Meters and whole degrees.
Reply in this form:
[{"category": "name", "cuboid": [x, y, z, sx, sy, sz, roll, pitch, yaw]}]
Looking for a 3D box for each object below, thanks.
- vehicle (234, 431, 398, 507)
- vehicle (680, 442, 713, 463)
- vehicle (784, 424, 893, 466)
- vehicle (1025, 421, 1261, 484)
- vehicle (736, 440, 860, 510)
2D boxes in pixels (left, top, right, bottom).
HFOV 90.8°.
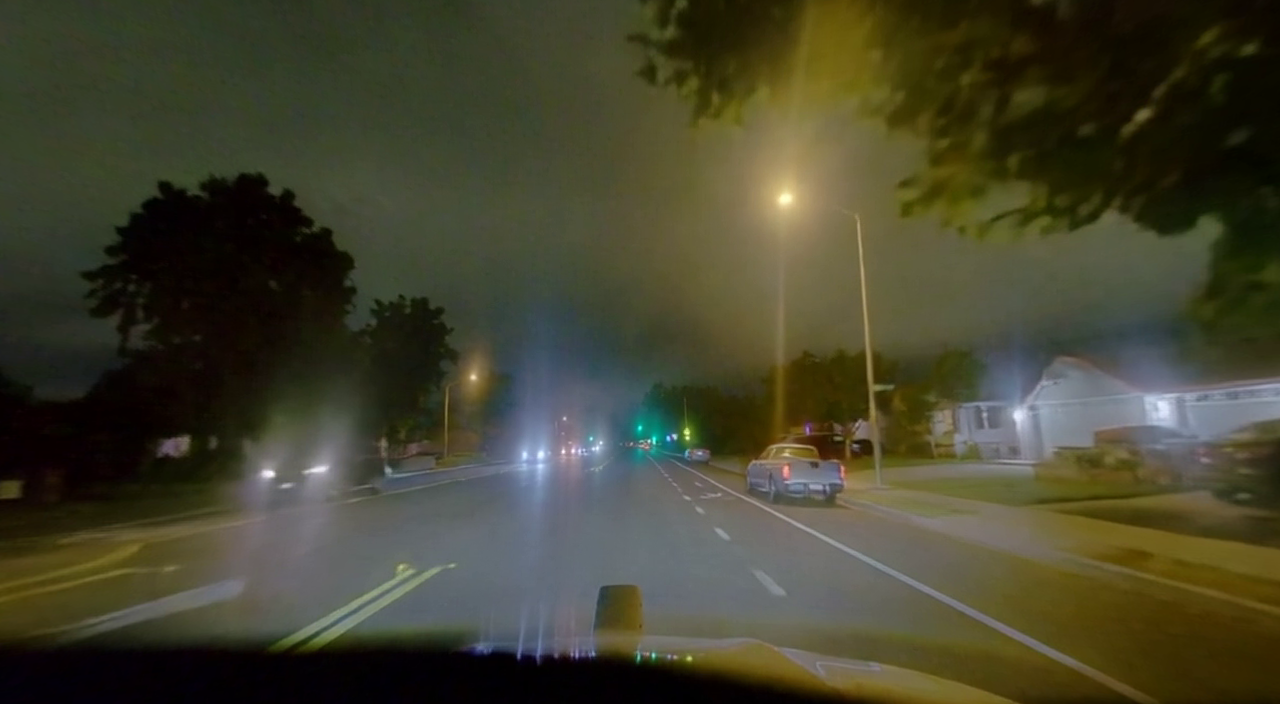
[{"category": "vehicle", "cuboid": [-8.394, 3.034, 16.923, 2.090, 1.748, 4.345, 0, -8, -1]}, {"category": "vehicle", "cuboid": [4.189, 7.556, 47.615, 2.011, 1.458, 4.633, 0, -8, -1]}, {"category": "vehicle", "cuboid": [10.602, 5.042, 34.067, 4.964, 1.739, 2.184, -5, -10, -2]}, {"category": "vehicle", "cuboid": [12.388, 2.492, 15.790, 4.264, 1.445, 1.900, 0, -8, -1]}, {"category": "vehicle", "cuboid": [3.826, 3.043, 16.224, 1.991, 1.500, 4.562, 0, -8, 0]}]
